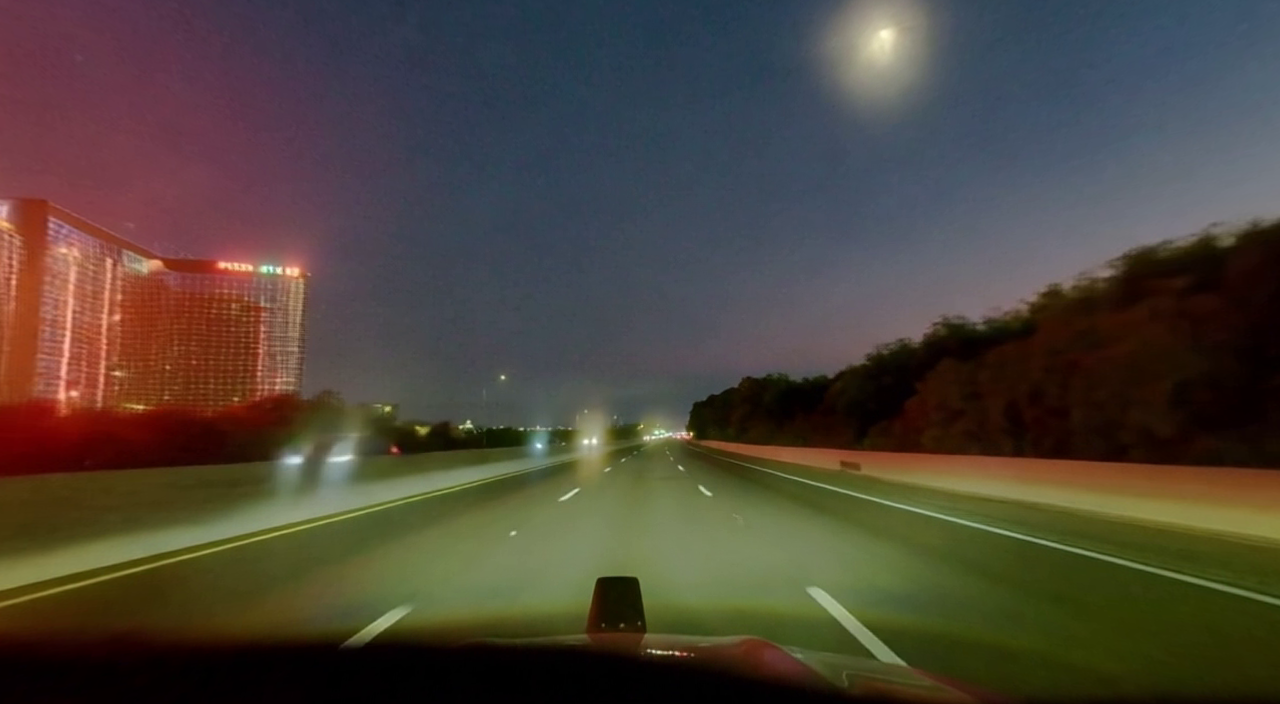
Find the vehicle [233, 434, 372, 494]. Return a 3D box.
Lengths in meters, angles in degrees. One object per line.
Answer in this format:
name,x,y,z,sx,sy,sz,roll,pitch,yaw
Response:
vehicle,-10.369,3.450,19.822,1.956,1.669,4.228,0,-8,1
